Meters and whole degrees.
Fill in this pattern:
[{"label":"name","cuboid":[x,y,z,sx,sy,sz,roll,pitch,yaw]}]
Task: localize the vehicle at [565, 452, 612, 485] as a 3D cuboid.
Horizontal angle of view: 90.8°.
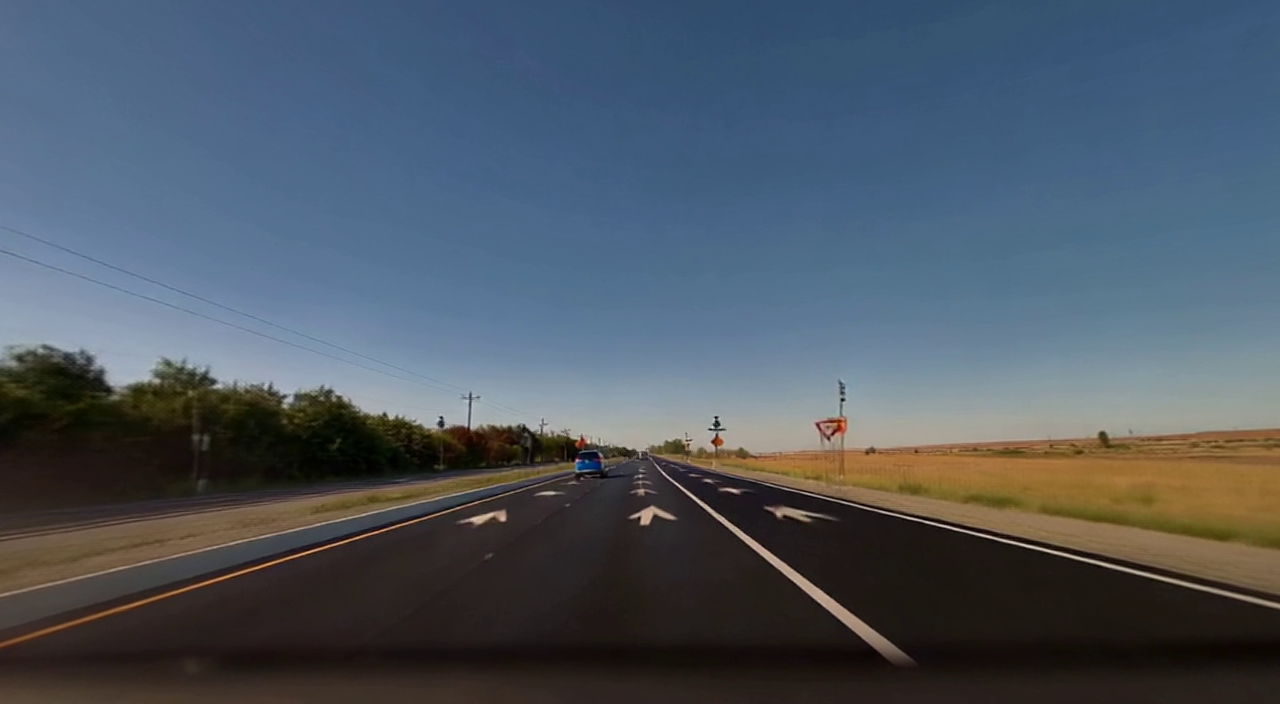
[{"label":"vehicle","cuboid":[-2.734,6.276,34.279,2.053,1.647,4.252,-1,-9,2]}]
